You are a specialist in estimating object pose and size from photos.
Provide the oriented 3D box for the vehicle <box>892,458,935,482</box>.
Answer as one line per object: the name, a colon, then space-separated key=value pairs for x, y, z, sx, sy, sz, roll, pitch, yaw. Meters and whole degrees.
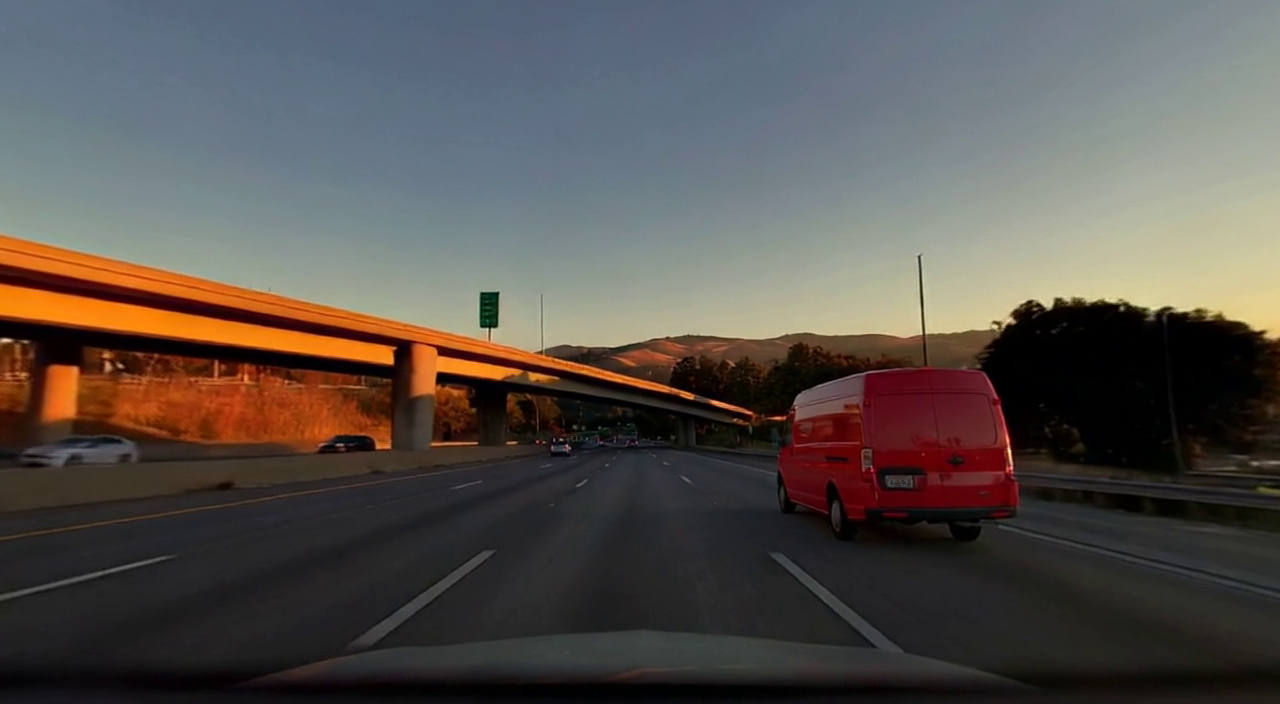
vehicle: x=21.648 y=9.348 z=49.882 sx=2.048 sy=1.716 sz=4.390 roll=-2 pitch=-8 yaw=10

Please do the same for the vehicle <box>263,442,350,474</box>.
vehicle: x=-16.278 y=5.176 z=30.942 sx=1.851 sy=1.443 sz=4.473 roll=0 pitch=-8 yaw=0

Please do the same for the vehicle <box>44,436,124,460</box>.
vehicle: x=-40.728 y=7.023 z=46.112 sx=2.089 sy=1.672 sz=4.546 roll=1 pitch=-8 yaw=-8
